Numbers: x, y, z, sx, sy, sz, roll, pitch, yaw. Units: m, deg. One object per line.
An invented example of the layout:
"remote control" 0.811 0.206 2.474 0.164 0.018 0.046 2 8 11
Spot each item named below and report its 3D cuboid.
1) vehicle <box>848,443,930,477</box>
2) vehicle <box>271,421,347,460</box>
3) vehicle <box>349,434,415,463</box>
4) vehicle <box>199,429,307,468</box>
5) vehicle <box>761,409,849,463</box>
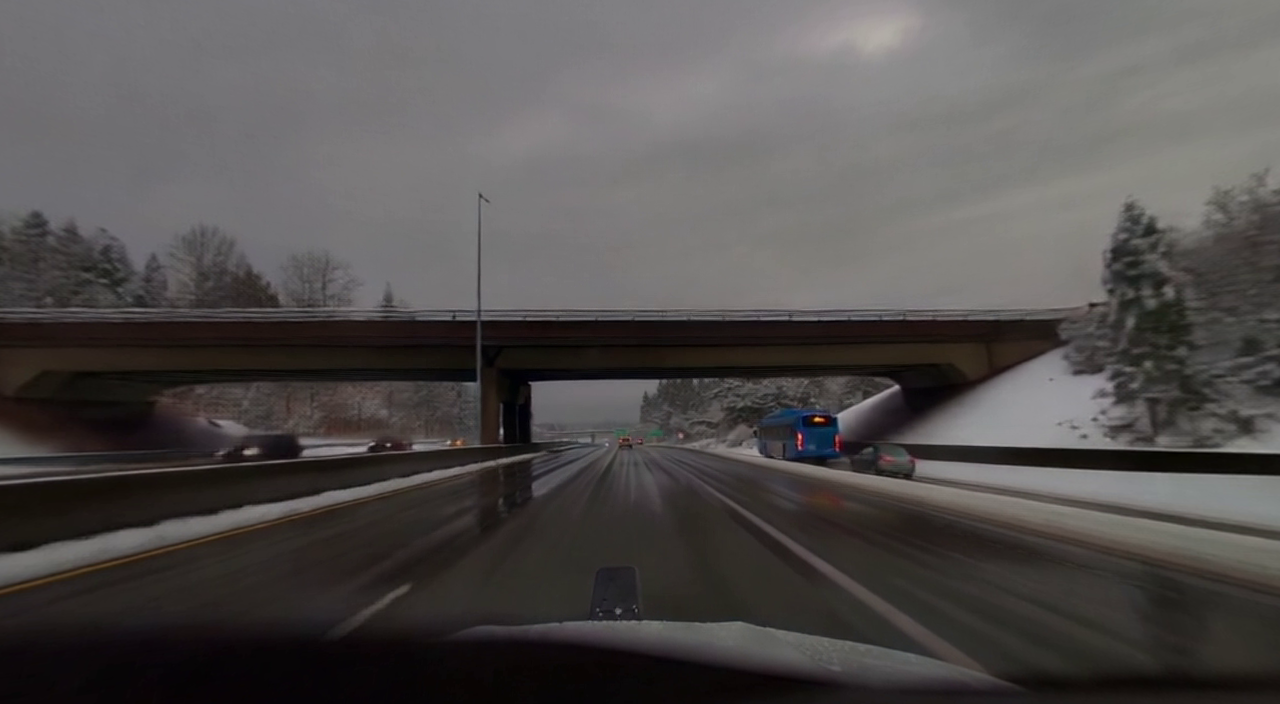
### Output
"vehicle" 10.964 4.768 28.033 1.866 1.359 4.218 0 -8 -1
"vehicle" -17.388 4.671 33.190 1.911 1.928 3.656 0 -8 1
"vehicle" -13.772 5.172 33.876 1.838 1.446 4.375 1 -8 -2
"vehicle" -17.291 4.312 28.394 1.987 1.600 4.539 0 -8 -1
"vehicle" 11.189 5.899 44.234 3.009 3.265 12.098 0 -8 0
